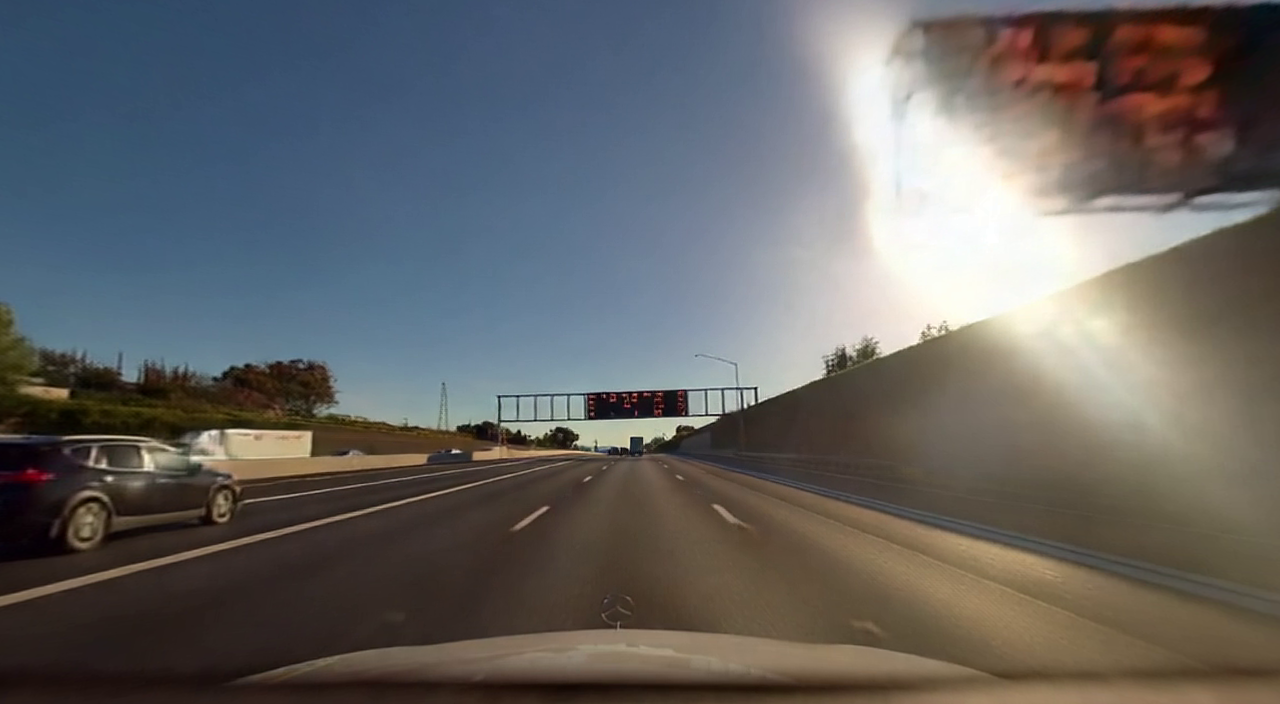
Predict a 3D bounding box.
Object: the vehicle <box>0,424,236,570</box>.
[{"bbox_3d":[-7.845,1.753,8.170,2.005,1.545,4.874,0,-8,0],"label":"vehicle"}]
